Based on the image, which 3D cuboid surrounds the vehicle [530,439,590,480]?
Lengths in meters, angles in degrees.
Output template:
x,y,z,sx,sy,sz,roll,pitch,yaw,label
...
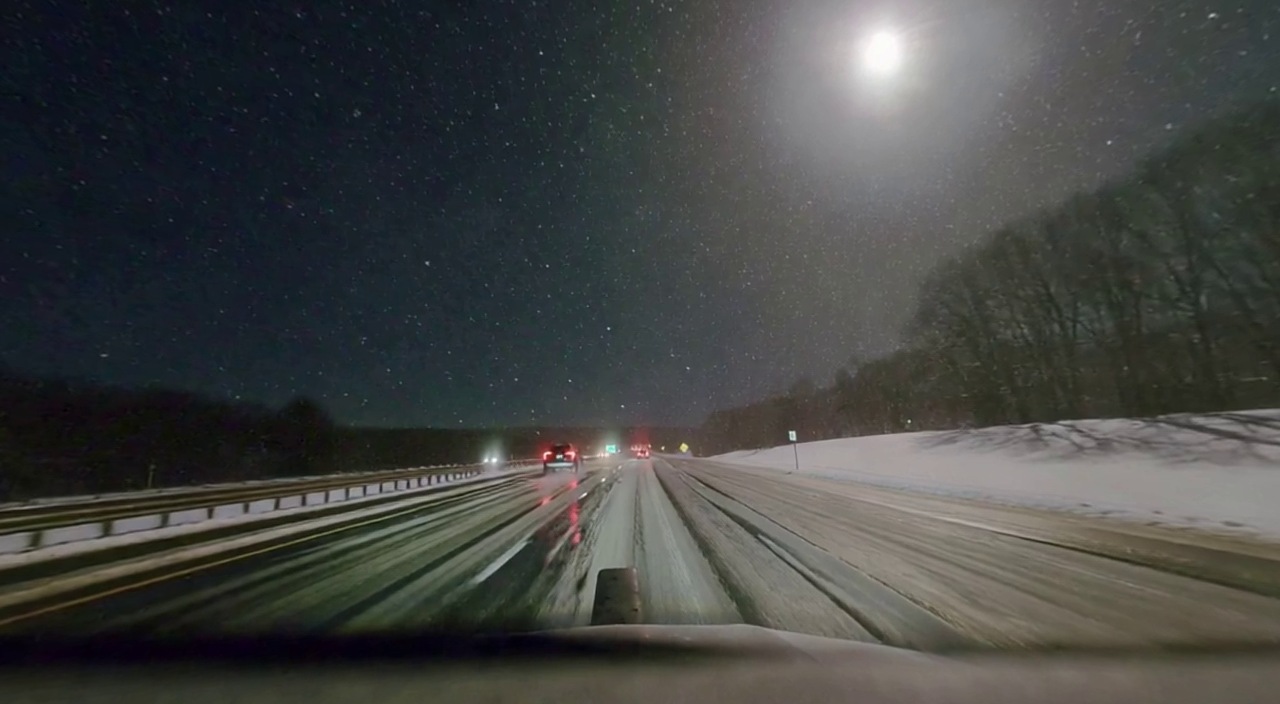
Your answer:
x,y,z,sx,sy,sz,roll,pitch,yaw,label
-3.583,4.924,29.035,2.070,1.707,4.309,0,-9,2,vehicle
